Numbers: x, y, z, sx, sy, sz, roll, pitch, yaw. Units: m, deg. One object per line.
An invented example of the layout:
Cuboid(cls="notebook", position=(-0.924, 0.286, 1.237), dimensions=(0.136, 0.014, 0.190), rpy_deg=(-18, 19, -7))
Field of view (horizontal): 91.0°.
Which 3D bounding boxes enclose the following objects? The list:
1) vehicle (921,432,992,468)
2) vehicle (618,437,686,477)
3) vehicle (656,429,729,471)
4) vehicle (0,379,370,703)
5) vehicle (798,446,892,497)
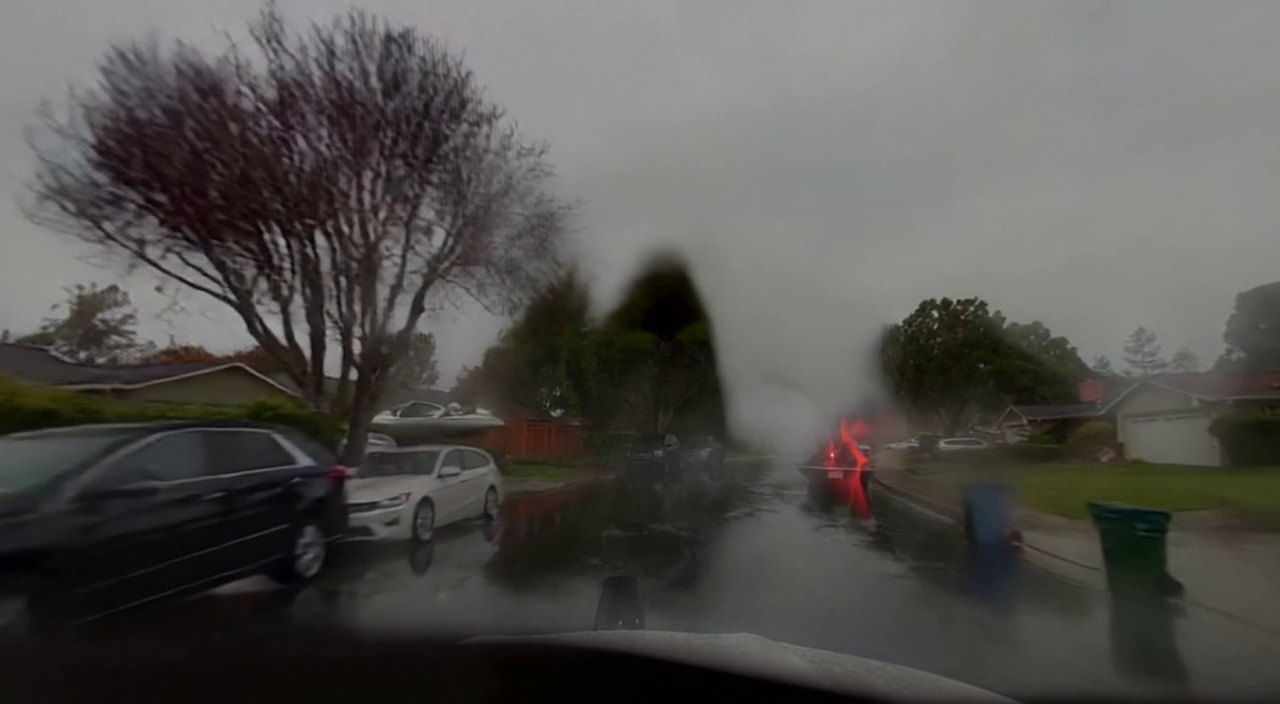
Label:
Cuboid(cls="vehicle", position=(19.330, 5.988, 38.559), dimensions=(3.470, 2.123, 1.584), rpy_deg=(0, -7, 5))
Cuboid(cls="vehicle", position=(0.673, 4.983, 30.121), dimensions=(2.052, 1.745, 4.737), rpy_deg=(-3, -9, 16))
Cuboid(cls="vehicle", position=(3.312, 5.921, 38.160), dimensions=(2.632, 2.249, 6.179), rpy_deg=(-4, -9, 22))
Cuboid(cls="vehicle", position=(-4.478, 1.196, 4.793), dimensions=(2.274, 1.784, 5.090), rpy_deg=(0, -7, 4))
Cuboid(cls="vehicle", position=(7.417, 4.261, 23.202), dimensions=(2.804, 1.336, 6.700), rpy_deg=(-2, -7, 16))
